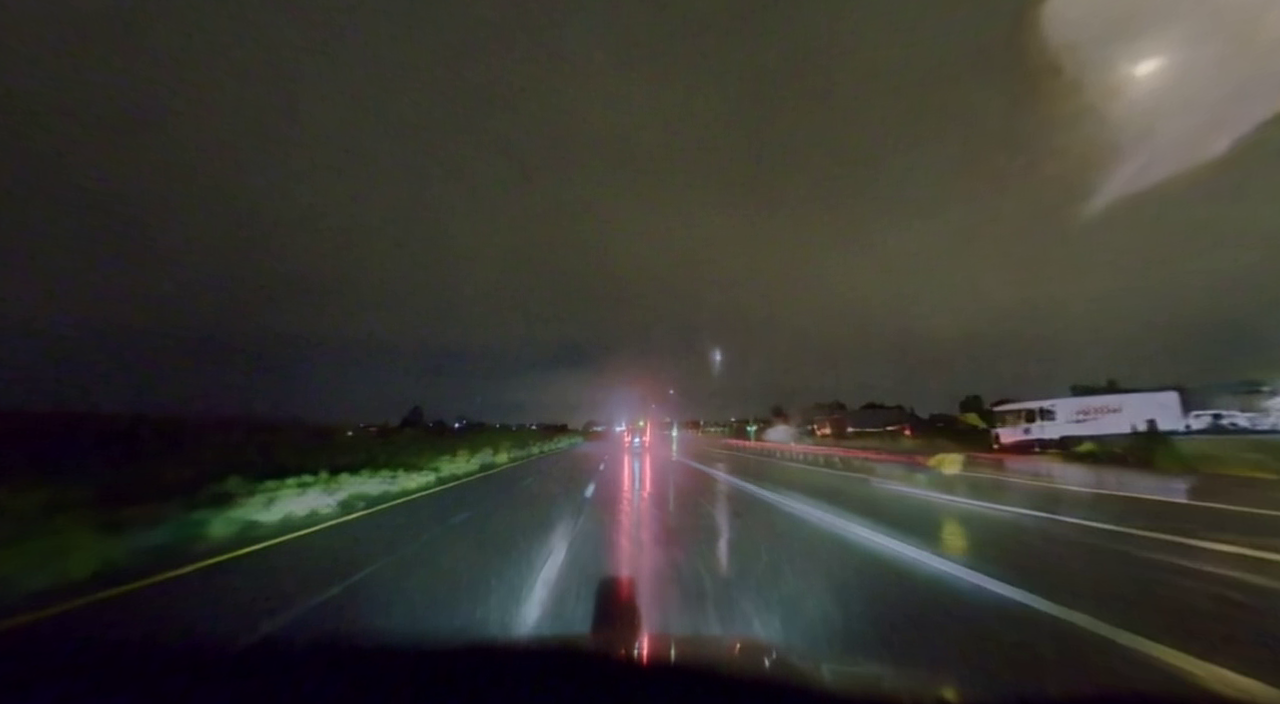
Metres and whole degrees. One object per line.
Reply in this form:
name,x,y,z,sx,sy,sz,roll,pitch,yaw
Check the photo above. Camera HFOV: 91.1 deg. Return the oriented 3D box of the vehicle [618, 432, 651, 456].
vehicle,-0.403,6.160,42.213,2.037,1.504,4.248,0,-8,-3
